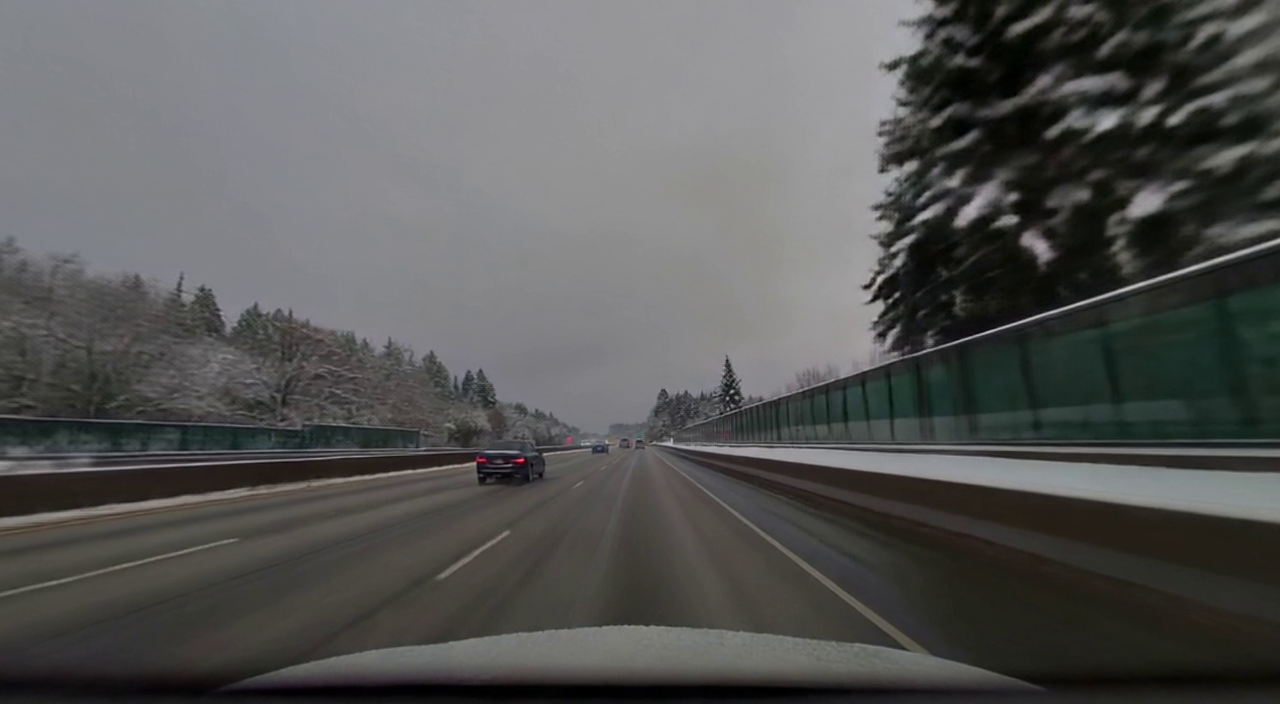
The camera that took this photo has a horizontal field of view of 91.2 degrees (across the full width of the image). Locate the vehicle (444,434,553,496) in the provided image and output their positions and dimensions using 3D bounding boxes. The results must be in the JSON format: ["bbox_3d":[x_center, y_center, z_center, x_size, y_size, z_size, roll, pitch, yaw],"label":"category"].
[{"bbox_3d":[-3.852,3.150,17.942,2.059,1.541,4.296,0,-8,1],"label":"vehicle"}]
